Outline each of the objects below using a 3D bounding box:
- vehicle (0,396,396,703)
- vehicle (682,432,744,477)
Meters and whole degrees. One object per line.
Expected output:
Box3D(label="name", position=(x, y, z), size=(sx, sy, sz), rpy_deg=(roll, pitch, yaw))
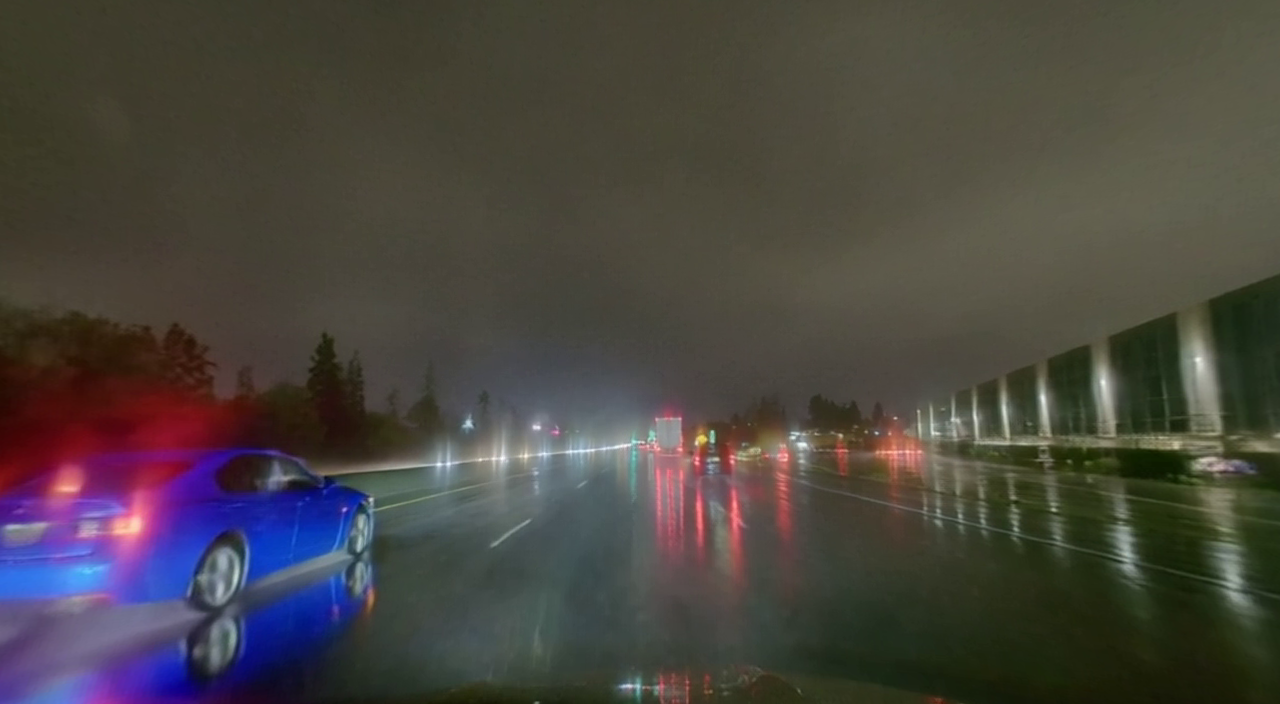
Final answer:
Box3D(label="vehicle", position=(-4.074, 1.379, 5.613), size=(1.903, 1.607, 4.770), rpy_deg=(0, -8, 0))
Box3D(label="vehicle", position=(3.040, 4.391, 27.357), size=(2.065, 1.760, 4.488), rpy_deg=(0, -8, -1))
